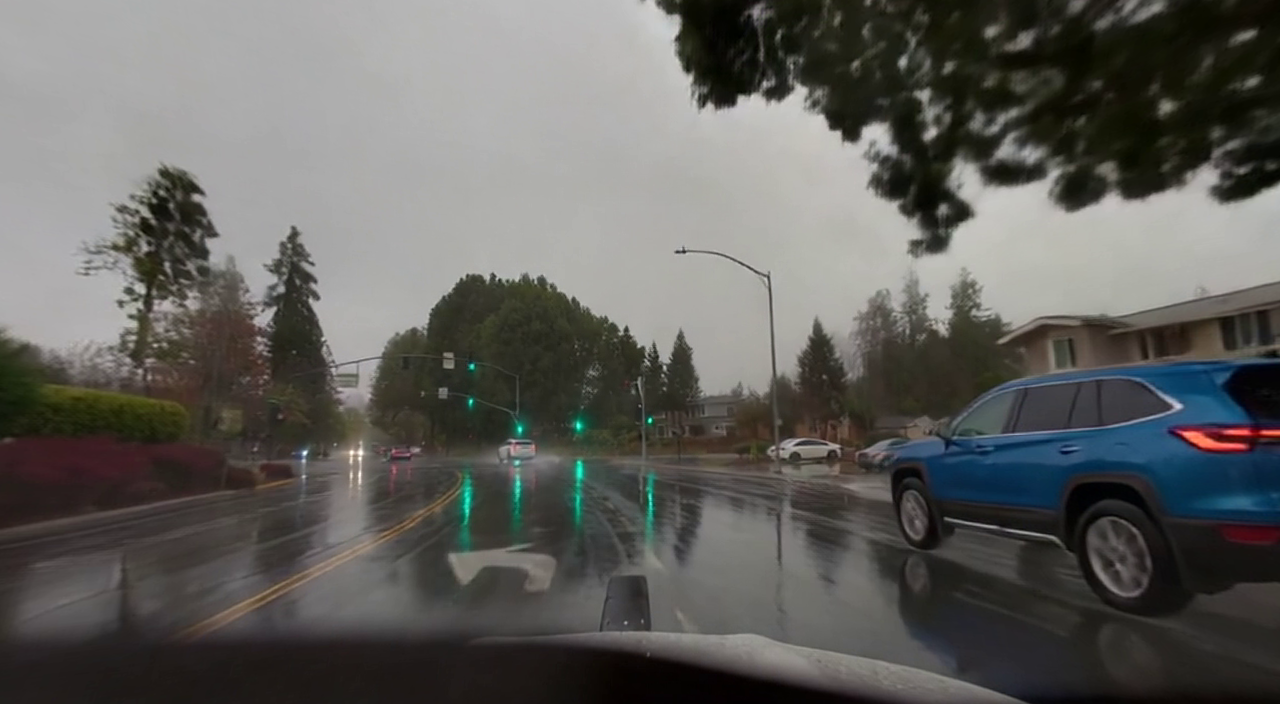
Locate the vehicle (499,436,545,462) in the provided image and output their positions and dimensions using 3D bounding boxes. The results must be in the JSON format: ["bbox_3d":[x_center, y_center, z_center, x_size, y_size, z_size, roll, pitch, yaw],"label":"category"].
[{"bbox_3d":[-8.238,6.719,43.746,2.138,1.729,4.178,4,-9,-25],"label":"vehicle"}]

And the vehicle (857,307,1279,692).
[{"bbox_3d":[4.429,1.183,6.200,2.338,2.063,5.592,0,-8,-3],"label":"vehicle"}]

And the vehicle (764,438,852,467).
[{"bbox_3d":[9.267,5.553,34.925,4.169,1.527,2.053,2,-9,-14],"label":"vehicle"}]
